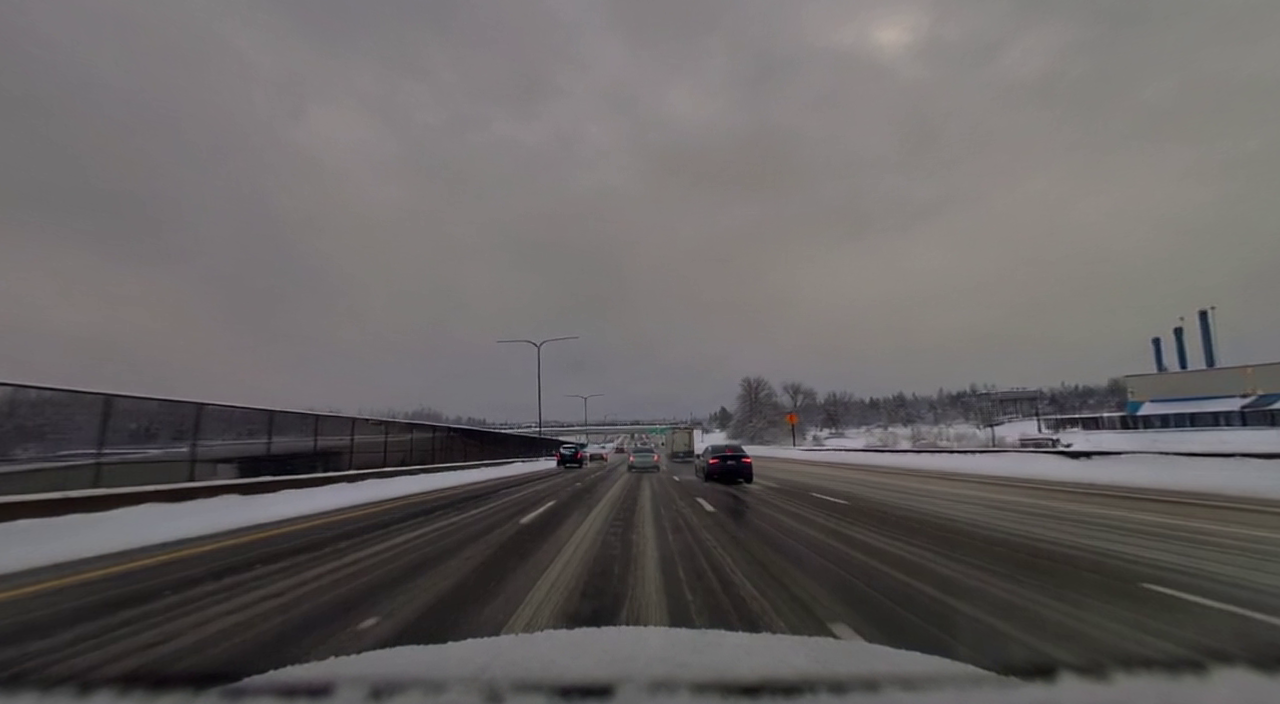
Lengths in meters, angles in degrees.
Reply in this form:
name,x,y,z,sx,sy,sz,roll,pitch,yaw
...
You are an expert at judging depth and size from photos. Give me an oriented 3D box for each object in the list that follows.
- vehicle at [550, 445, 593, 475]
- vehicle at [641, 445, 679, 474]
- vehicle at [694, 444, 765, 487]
name,x,y,z,sx,sy,sz,roll,pitch,yaw
vehicle,-3.971,6.290,37.019,2.036,1.669,4.112,0,-8,0
vehicle,1.147,6.314,37.465,2.067,1.555,4.851,-1,-8,1
vehicle,3.249,4.218,23.818,1.942,1.453,4.329,0,-8,-1
